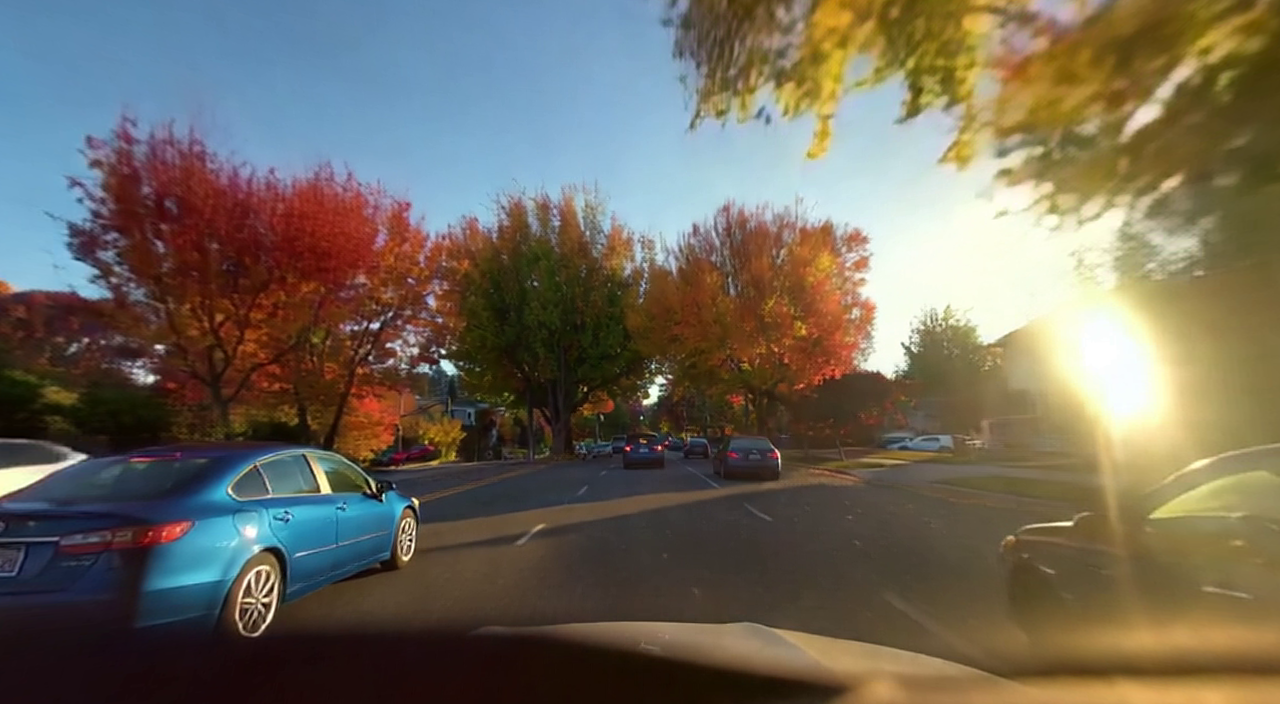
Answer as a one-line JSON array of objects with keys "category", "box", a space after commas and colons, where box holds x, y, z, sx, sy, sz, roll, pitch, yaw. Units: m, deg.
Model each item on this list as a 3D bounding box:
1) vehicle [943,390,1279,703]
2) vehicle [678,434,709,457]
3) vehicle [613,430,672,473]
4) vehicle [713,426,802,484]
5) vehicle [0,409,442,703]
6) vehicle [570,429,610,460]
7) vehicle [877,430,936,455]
[{"category": "vehicle", "box": [3.384, 0.926, 2.586, 2.060, 1.474, 4.475, 0, -8, 1]}, {"category": "vehicle", "box": [4.208, 7.431, 49.961, 2.067, 1.687, 4.163, 0, -8, -1]}, {"category": "vehicle", "box": [0.099, 4.161, 26.416, 2.293, 1.662, 4.262, 0, -8, 0]}, {"category": "vehicle", "box": [3.661, 3.324, 20.504, 2.019, 1.675, 4.488, 0, -8, 0]}, {"category": "vehicle", "box": [-3.494, 1.369, 5.418, 1.997, 1.479, 4.547, 0, -8, 1]}, {"category": "vehicle", "box": [-3.403, 6.467, 43.876, 2.246, 2.062, 5.123, 0, -8, 1]}, {"category": "vehicle", "box": [18.214, 6.273, 43.104, 1.767, 1.400, 4.107, -4, -10, -7]}]
